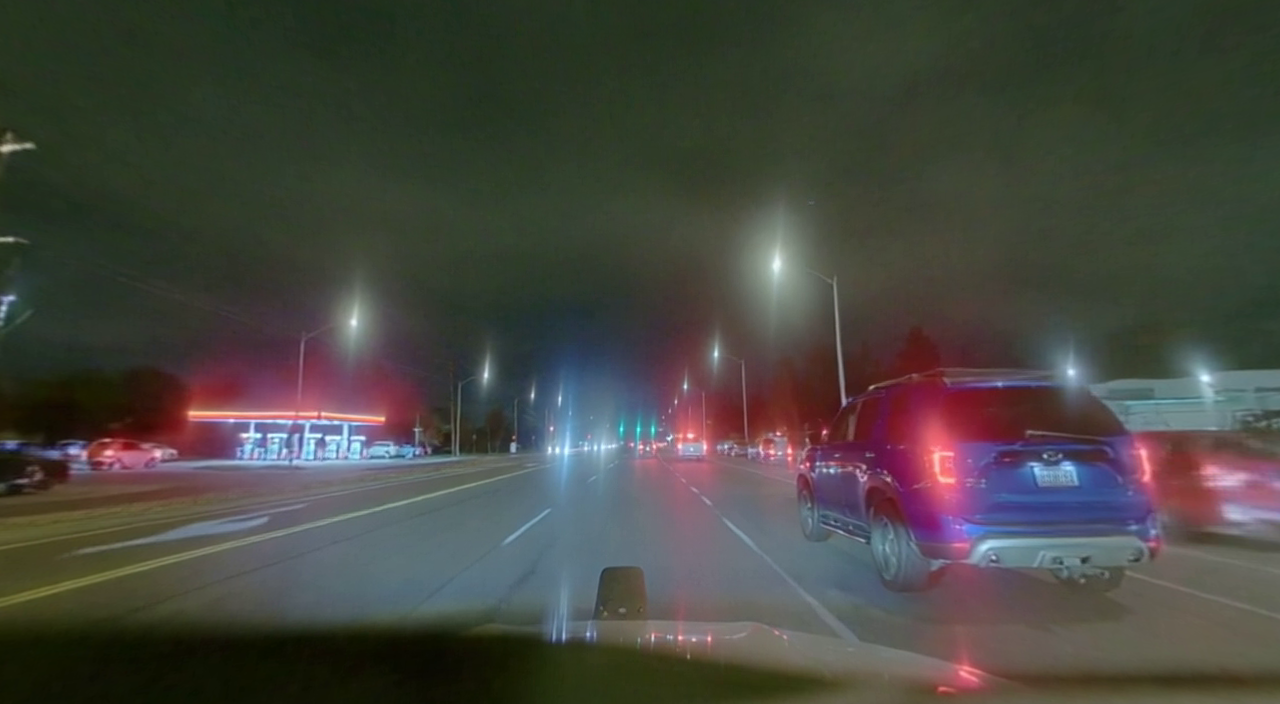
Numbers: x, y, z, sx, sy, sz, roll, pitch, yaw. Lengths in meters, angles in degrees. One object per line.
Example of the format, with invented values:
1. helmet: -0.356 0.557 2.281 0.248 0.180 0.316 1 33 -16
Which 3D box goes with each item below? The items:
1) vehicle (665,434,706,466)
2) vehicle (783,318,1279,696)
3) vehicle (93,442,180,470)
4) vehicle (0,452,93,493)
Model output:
1. vehicle: 2.794 6.229 40.085 2.317 1.857 5.150 0 -8 1
2. vehicle: 2.985 1.131 5.706 2.246 1.963 4.777 0 -8 0
3. vehicle: -32.753 6.770 41.003 1.925 1.680 4.396 0 -9 1
4. vehicle: -24.484 4.702 24.684 1.822 1.466 4.445 0 -8 1
